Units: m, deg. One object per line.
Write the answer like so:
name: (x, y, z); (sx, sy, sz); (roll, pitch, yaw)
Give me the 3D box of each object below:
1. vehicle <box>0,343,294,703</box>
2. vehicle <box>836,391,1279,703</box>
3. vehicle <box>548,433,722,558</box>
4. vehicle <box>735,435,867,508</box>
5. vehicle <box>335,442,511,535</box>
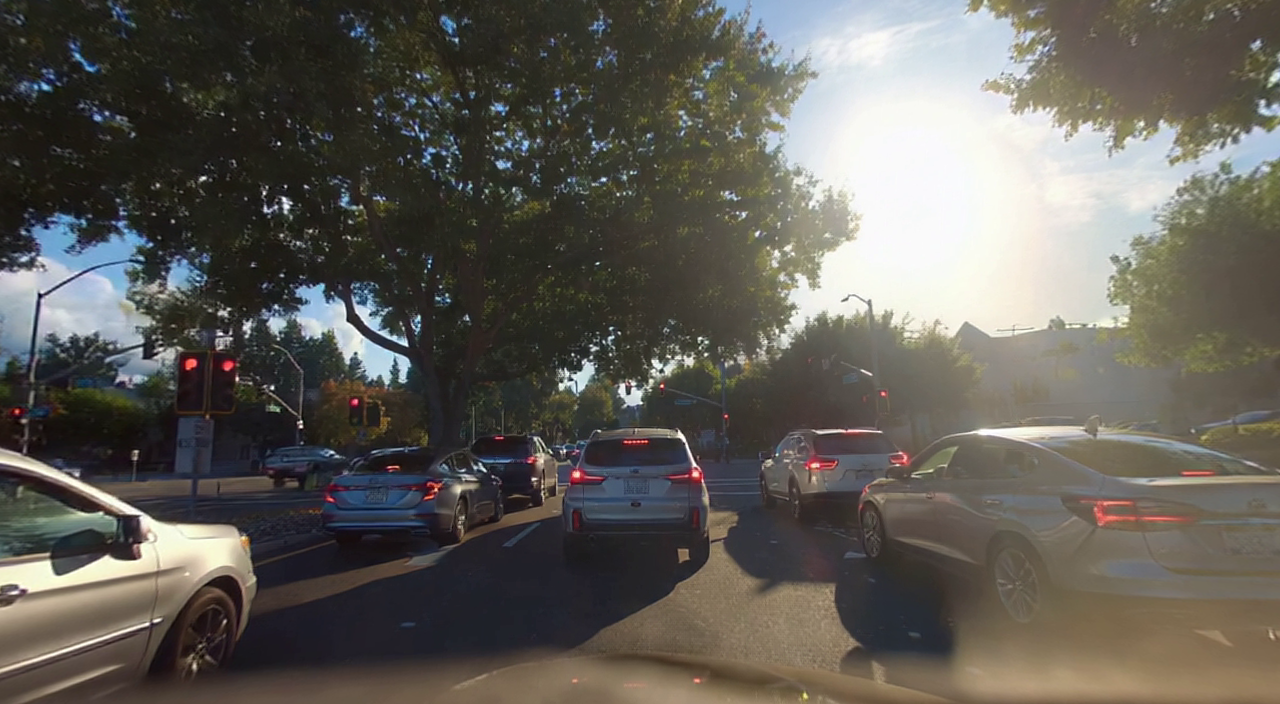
vehicle: (-3.662, 0.846, 2.539); (2.047, 1.764, 4.369); (0, -8, 0)
vehicle: (3.391, 1.310, 5.414); (1.933, 1.564, 4.600); (0, -8, 0)
vehicle: (-0.074, 2.008, 9.583); (2.061, 1.470, 3.970); (0, -8, 0)
vehicle: (3.651, 2.783, 15.244); (1.922, 1.472, 4.440); (0, -8, -1)
vehicle: (-3.917, 2.502, 12.333); (1.919, 1.459, 4.371); (0, -8, -1)
